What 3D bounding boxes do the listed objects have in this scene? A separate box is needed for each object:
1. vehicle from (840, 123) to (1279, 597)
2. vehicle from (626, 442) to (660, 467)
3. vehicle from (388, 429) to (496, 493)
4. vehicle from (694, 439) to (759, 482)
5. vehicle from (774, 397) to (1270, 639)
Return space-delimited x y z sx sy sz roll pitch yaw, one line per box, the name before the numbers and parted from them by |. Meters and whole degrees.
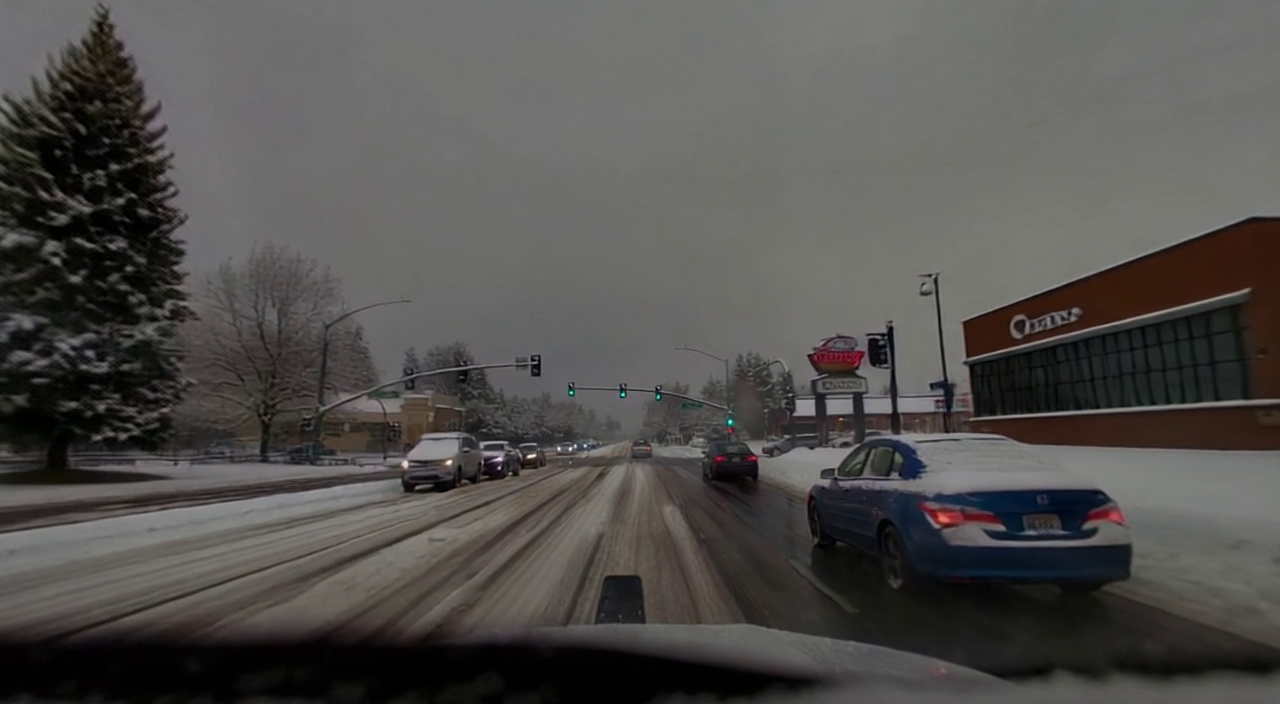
vehicle | 7.092 0.577 9.019 2.899 4.154 16.592 0 -8 -1
vehicle | 0.154 6.398 39.603 2.008 1.464 4.052 0 -8 0
vehicle | -6.318 3.525 20.845 2.136 1.837 4.669 0 -8 -1
vehicle | 3.228 4.151 24.474 1.842 1.480 4.155 0 -8 -1
vehicle | 3.063 1.456 6.662 2.174 1.596 4.779 0 -8 -1
